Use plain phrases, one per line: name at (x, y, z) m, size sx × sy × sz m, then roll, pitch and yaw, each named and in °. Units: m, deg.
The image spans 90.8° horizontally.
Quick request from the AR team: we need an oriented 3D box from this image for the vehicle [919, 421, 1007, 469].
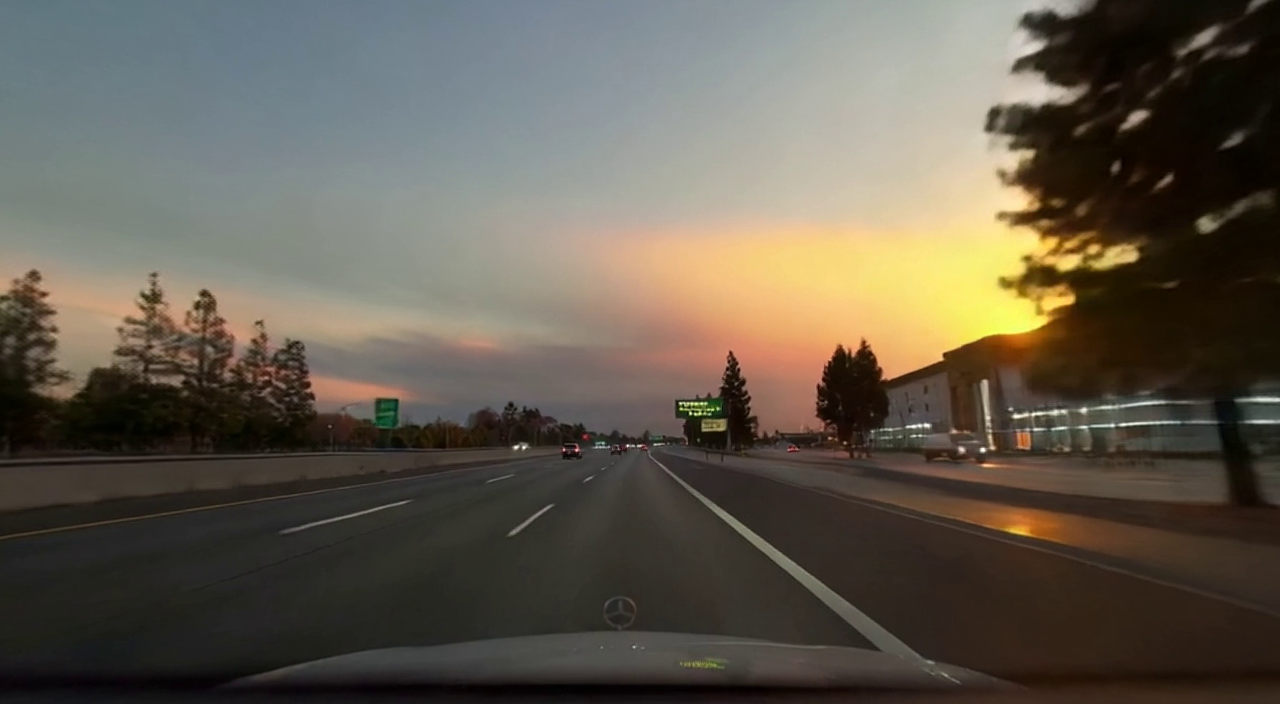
vehicle at (24.725, 7.193, 48.914) m, size 3.065 × 3.244 × 7.356 m, roll -2°, pitch -9°, yaw 2°
